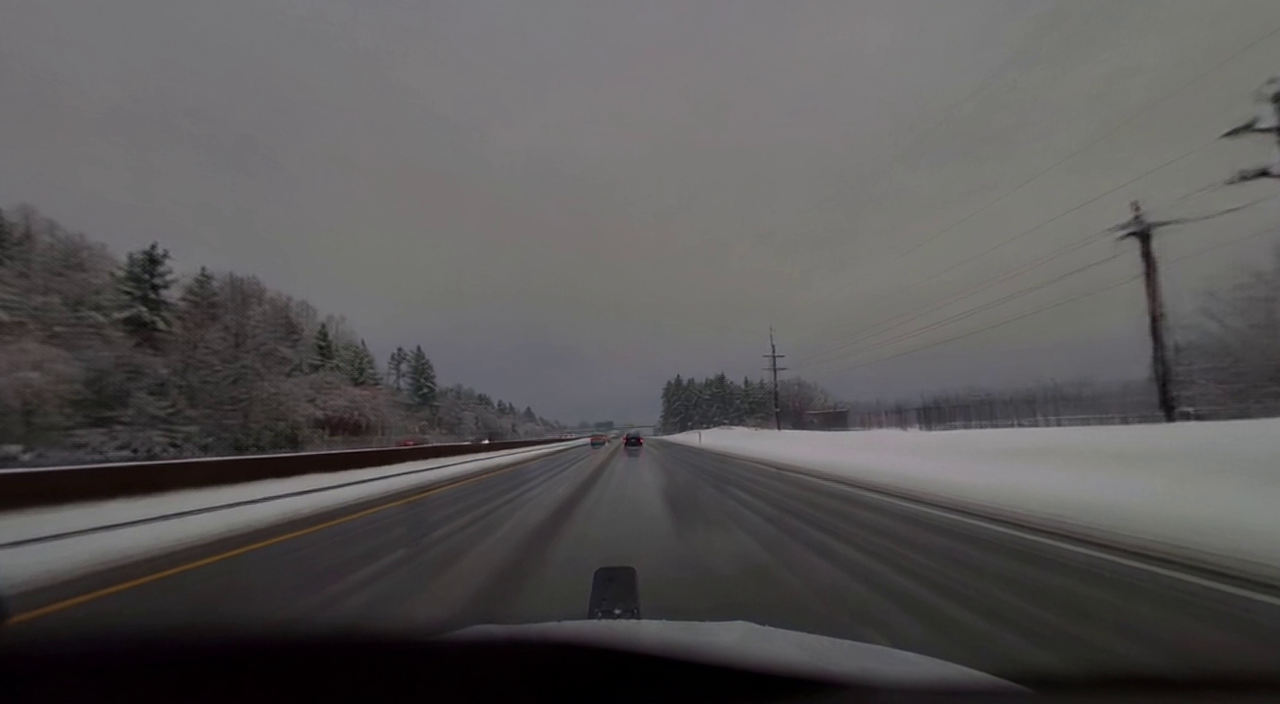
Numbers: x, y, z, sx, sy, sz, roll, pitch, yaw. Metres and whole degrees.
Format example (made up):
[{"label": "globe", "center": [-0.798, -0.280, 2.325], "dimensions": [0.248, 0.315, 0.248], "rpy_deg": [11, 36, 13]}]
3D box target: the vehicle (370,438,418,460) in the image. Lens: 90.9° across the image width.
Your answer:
[{"label": "vehicle", "center": [-17.657, 6.976, 45.412], "dimensions": [1.827, 1.463, 3.892], "rpy_deg": [0, -8, 0]}]
